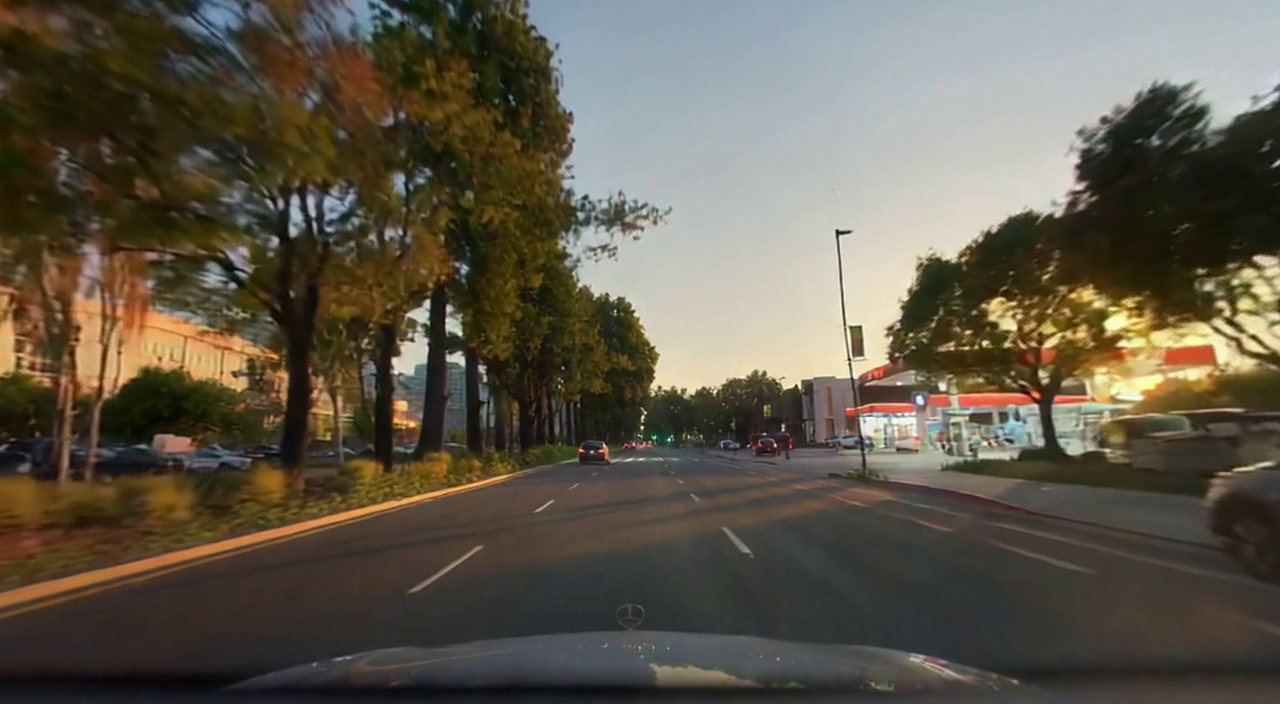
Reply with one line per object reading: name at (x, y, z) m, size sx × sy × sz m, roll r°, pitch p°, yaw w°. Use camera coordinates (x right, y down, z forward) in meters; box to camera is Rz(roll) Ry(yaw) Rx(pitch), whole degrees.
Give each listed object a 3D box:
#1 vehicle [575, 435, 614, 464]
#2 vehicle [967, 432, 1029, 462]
vehicle at (-2.972, 6.543, 42.391) m, size 2.196 × 1.801 × 4.542 m, roll 0°, pitch -8°, yaw 1°
vehicle at (20.860, 5.538, 36.676) m, size 4.394 × 1.624 × 1.803 m, roll 8°, pitch -12°, yaw -43°
